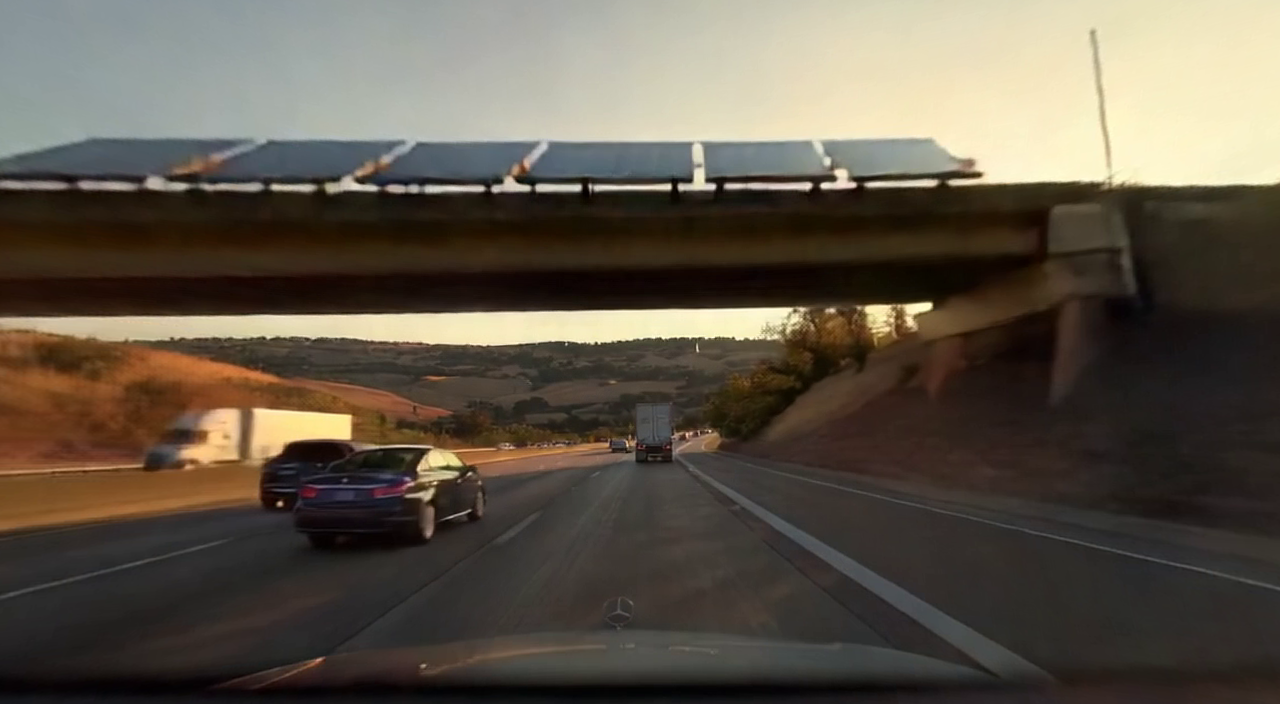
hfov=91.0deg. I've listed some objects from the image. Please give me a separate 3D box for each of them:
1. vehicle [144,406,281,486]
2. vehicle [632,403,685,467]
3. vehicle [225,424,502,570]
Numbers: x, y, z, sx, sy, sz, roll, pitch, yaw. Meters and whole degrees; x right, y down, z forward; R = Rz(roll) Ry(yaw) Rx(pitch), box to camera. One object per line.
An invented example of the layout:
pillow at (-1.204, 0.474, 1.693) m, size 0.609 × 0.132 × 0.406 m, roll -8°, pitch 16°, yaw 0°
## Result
vehicle at (-22.683, 5.037, 33.891) m, size 2.926 × 3.855 × 6.060 m, roll -1°, pitch -8°, yaw 1°
vehicle at (1.094, 5.432, 40.764) m, size 2.967 × 3.633 × 10.015 m, roll -1°, pitch -8°, yaw 1°
vehicle at (-3.542, 1.920, 9.170) m, size 2.066 × 1.581 × 4.268 m, roll 0°, pitch -8°, yaw 0°
